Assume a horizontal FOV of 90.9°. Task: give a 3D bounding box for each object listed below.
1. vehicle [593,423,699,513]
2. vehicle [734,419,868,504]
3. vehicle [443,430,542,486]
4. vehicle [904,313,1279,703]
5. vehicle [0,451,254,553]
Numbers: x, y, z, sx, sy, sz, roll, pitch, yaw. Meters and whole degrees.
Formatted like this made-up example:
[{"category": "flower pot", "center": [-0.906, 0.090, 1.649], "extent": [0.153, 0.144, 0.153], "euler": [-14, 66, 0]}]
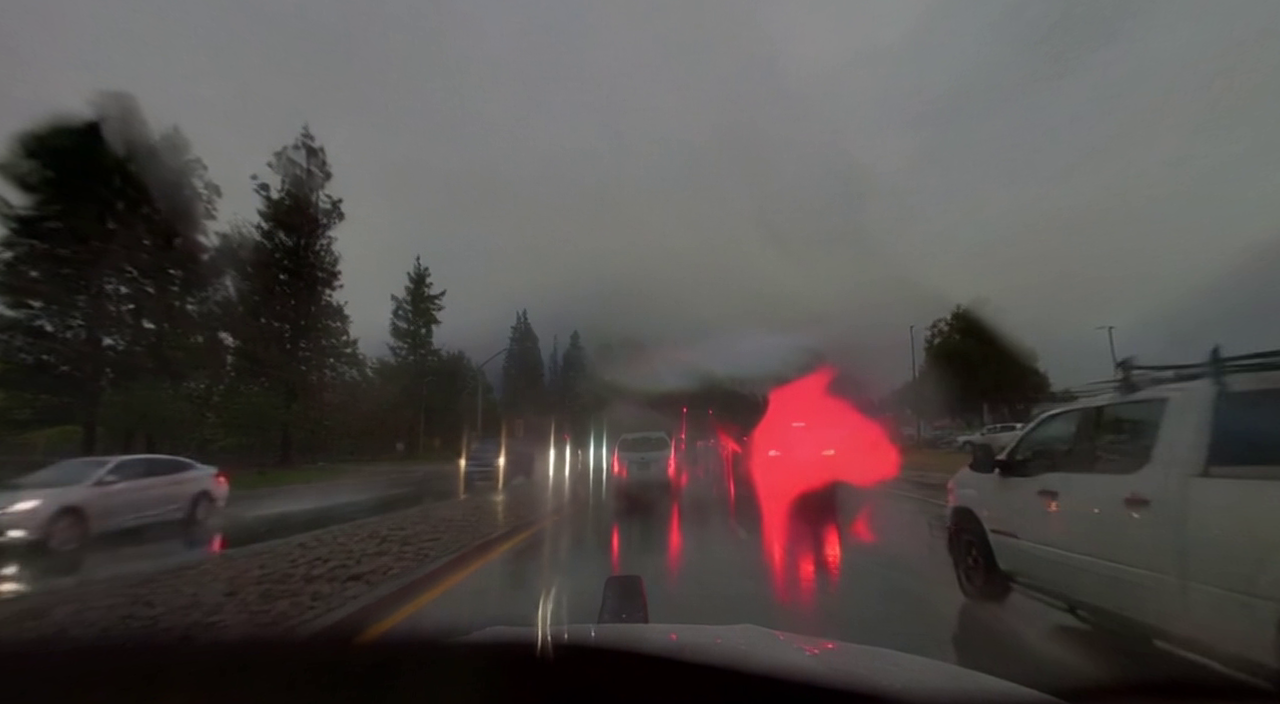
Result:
[{"category": "vehicle", "center": [0.242, 2.620, 14.614], "extent": [2.113, 1.768, 3.901], "euler": [0, -9, 4]}, {"category": "vehicle", "center": [4.013, 2.892, 17.024], "extent": [2.317, 1.857, 5.940], "euler": [0, -9, 3]}, {"category": "vehicle", "center": [-5.900, 4.351, 26.145], "extent": [2.355, 2.005, 5.673], "euler": [-1, -9, 4]}, {"category": "vehicle", "center": [3.470, 0.926, 3.469], "extent": [2.114, 1.765, 4.647], "euler": [0, -9, 2]}, {"category": "vehicle", "center": [-9.840, 2.628, 11.868], "extent": [1.953, 1.476, 4.747], "euler": [0, -9, 3]}]
